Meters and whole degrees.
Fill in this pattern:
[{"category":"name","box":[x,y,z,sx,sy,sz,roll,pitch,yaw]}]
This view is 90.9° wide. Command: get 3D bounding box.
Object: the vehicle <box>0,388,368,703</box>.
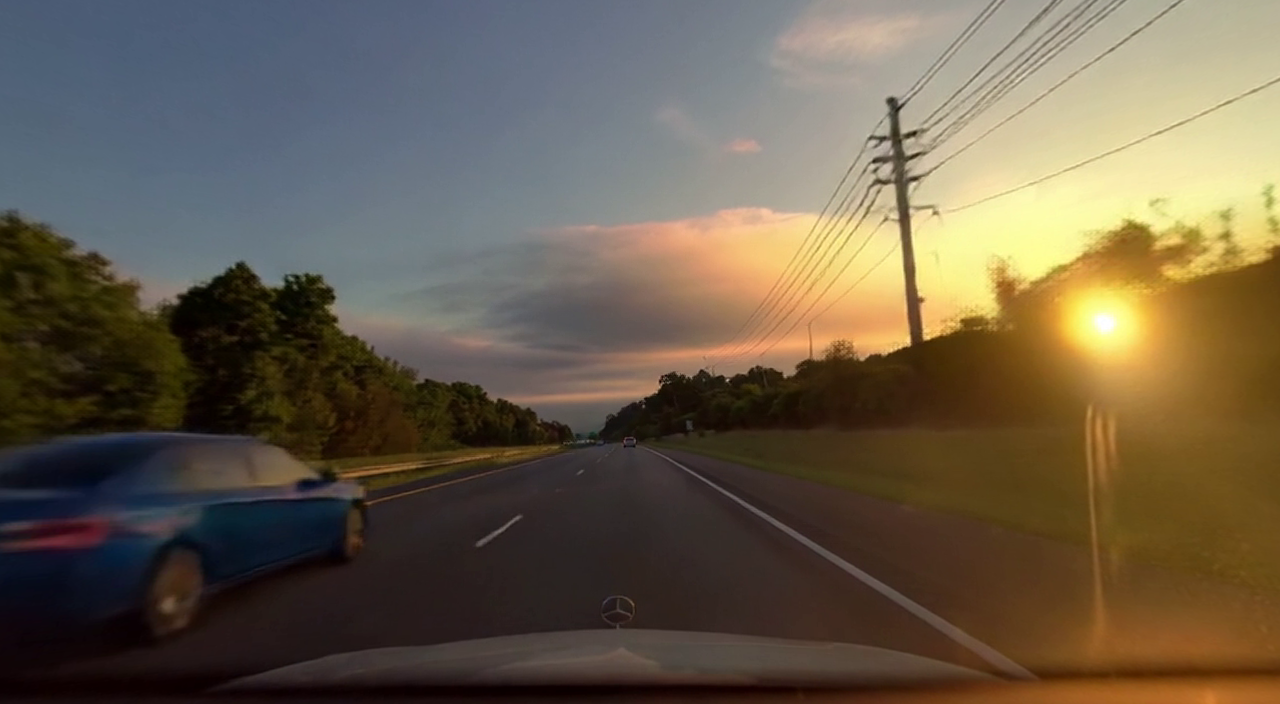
[{"category":"vehicle","box":[-3.788,1.088,3.897,2.150,1.532,4.671,0,-8,-1]}]
